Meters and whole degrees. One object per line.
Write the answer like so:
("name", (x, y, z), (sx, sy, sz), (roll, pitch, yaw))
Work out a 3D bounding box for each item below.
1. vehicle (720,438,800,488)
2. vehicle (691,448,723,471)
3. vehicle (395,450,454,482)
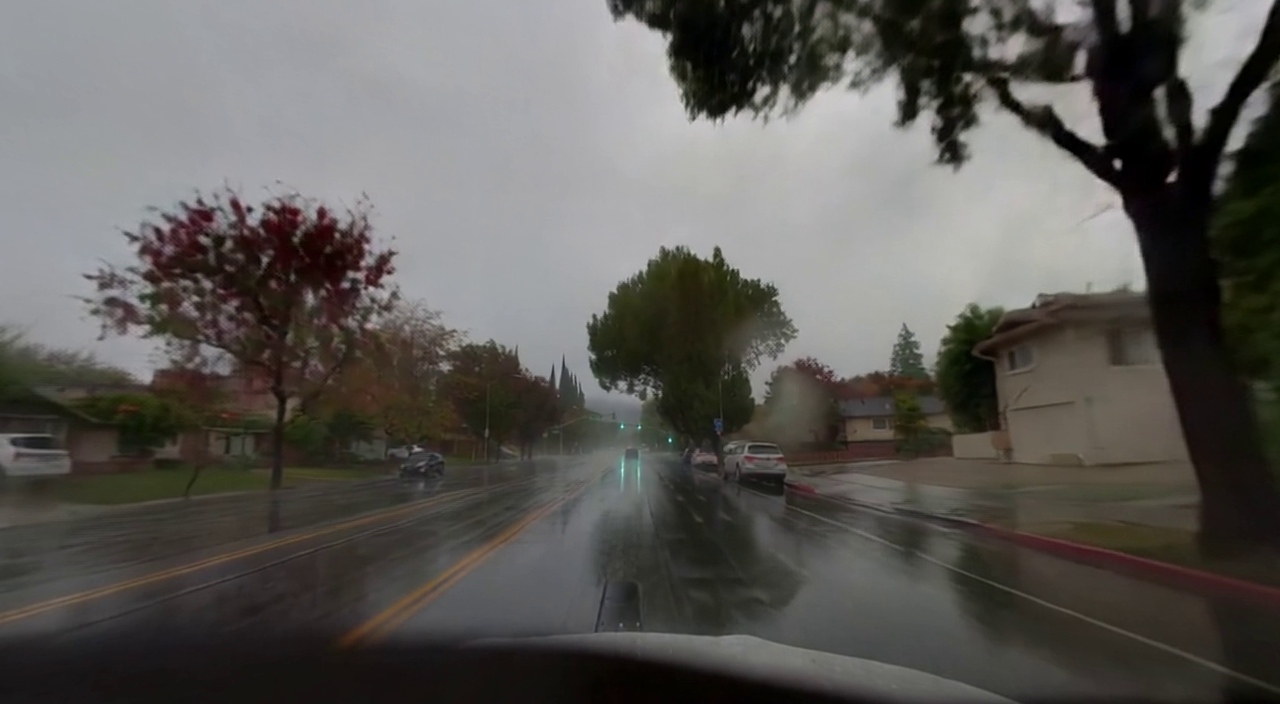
("vehicle", (4.690, 4.425, 25.532), (2.180, 1.782, 4.790), (0, -9, -1))
("vehicle", (4.747, 7.626, 45.118), (1.875, 1.540, 3.402), (0, -9, -1))
("vehicle", (-12.398, 6.547, 36.584), (1.939, 1.537, 4.197), (-3, -8, 0))
